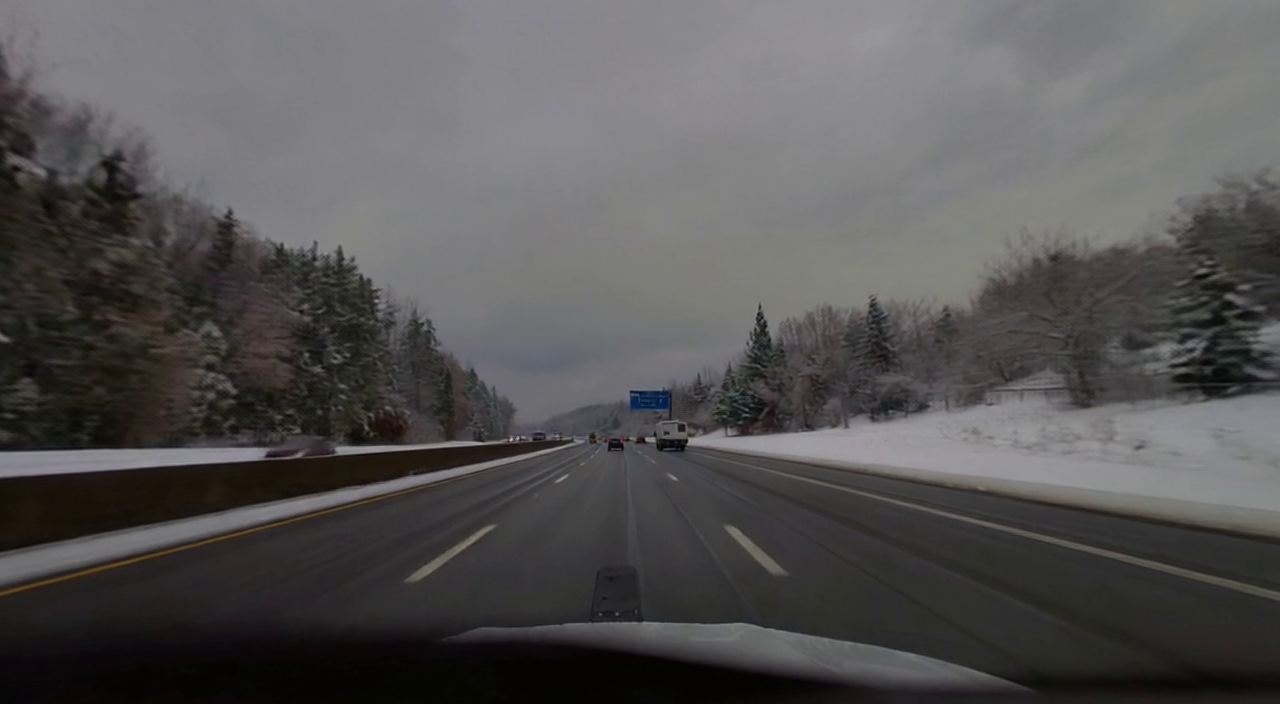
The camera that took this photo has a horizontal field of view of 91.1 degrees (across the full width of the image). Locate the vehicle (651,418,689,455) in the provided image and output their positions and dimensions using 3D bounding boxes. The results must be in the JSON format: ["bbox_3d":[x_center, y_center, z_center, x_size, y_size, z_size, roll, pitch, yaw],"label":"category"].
[{"bbox_3d":[2.195,6.376,47.287,2.411,2.614,5.781,0,-8,-1],"label":"vehicle"}]
